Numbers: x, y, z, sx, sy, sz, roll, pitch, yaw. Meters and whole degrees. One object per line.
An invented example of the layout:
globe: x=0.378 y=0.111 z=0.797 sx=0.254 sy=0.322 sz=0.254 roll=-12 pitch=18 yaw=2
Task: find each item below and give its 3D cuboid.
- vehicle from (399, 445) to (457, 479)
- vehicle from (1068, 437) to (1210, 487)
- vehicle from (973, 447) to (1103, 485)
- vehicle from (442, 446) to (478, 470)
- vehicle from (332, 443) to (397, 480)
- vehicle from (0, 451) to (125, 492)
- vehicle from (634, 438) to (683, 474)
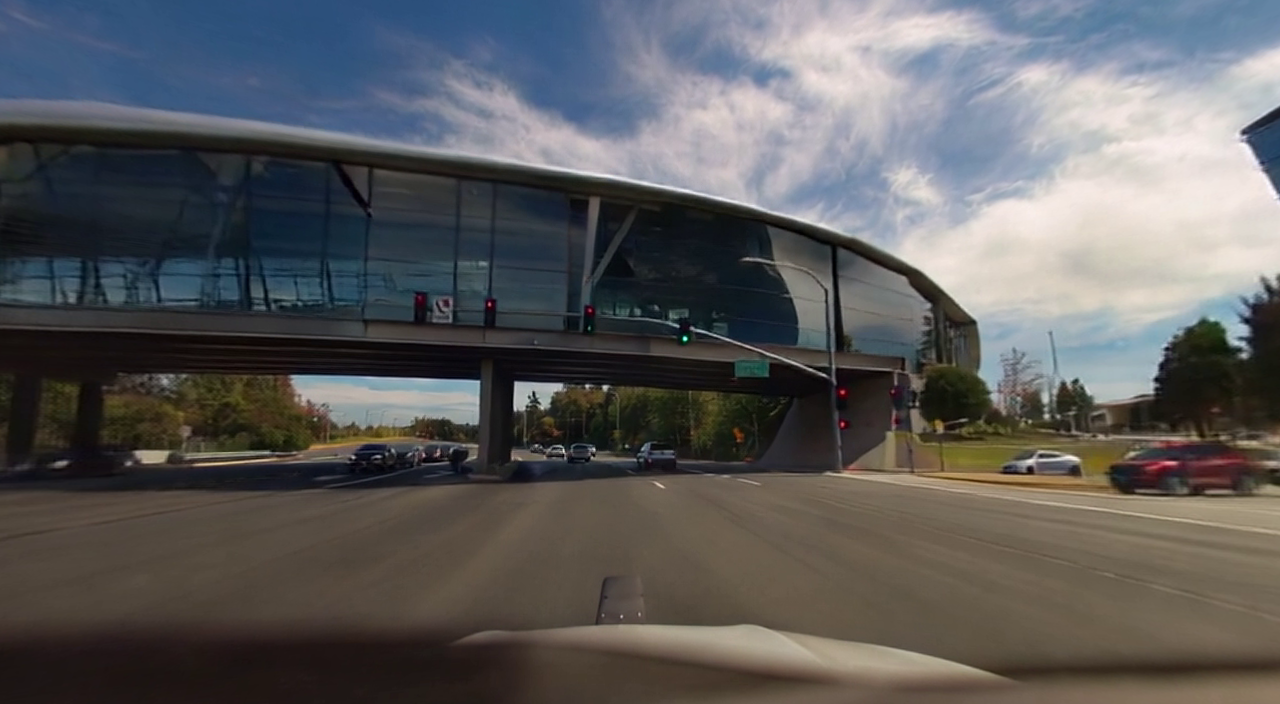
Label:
vehicle: x=-11.130 y=5.766 z=33.480 sx=1.961 sy=1.492 sz=4.479 roll=0 pitch=-7 yaw=-6
vehicle: x=17.456 y=3.813 z=22.136 sx=4.154 sy=1.603 sz=1.834 roll=3 pitch=-9 yaw=-19
vehicle: x=16.262 y=4.622 z=25.857 sx=4.490 sy=1.430 sz=1.996 roll=3 pitch=-9 yaw=-19
vehicle: x=-11.998 y=7.071 z=42.326 sx=1.722 sy=1.519 sz=3.826 roll=1 pitch=-9 yaw=-8
vehicle: x=-14.018 y=5.546 z=32.437 sx=1.989 sy=1.619 sz=4.612 roll=1 pitch=-7 yaw=-10
vehicle: x=-25.195 y=5.103 z=27.386 sx=2.020 sy=1.515 sz=4.808 roll=1 pitch=-8 yaw=-6
vehicle: x=0.907 y=5.441 z=33.245 sx=2.024 sy=1.724 sz=3.928 roll=1 pitch=-9 yaw=-7
